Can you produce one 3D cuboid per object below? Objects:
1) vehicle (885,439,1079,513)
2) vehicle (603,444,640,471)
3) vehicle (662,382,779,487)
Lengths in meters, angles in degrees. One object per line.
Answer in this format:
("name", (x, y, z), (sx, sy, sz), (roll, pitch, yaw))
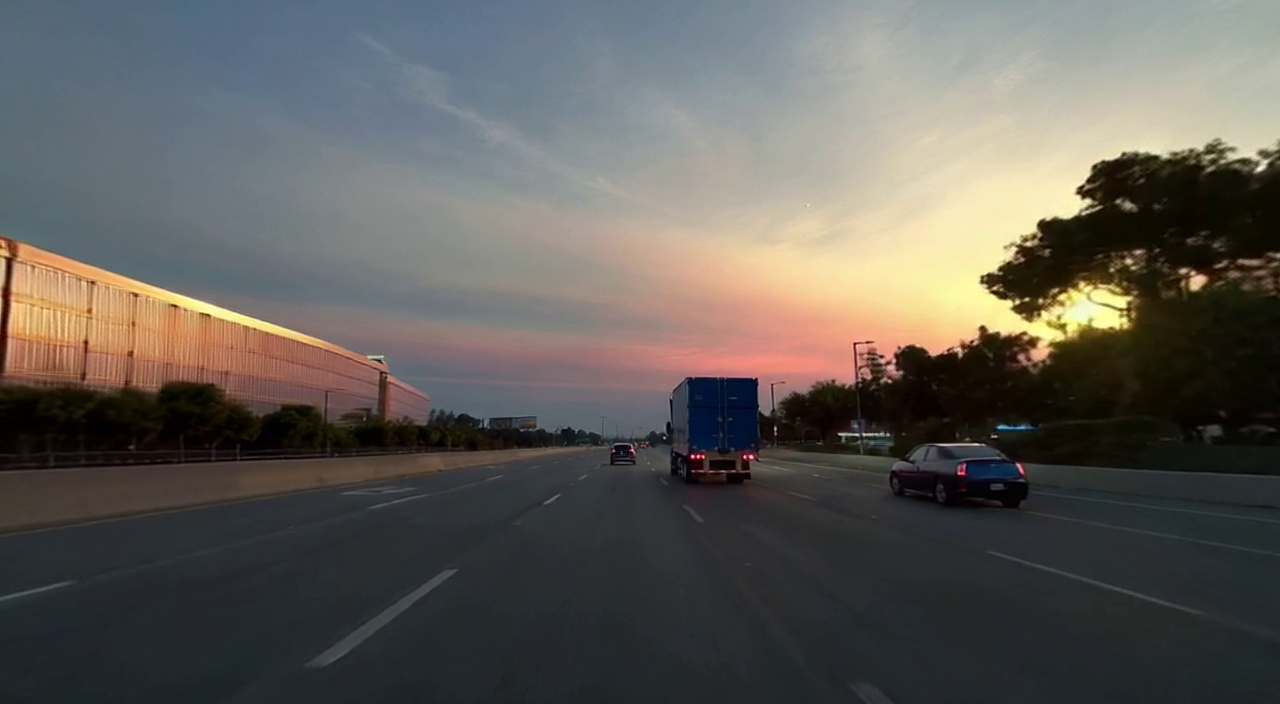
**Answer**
("vehicle", (7.883, 2.885, 15.231), (2.105, 1.494, 4.537), (0, -9, -1))
("vehicle", (-1.018, 5.838, 35.115), (1.929, 1.395, 3.999), (0, -9, -1))
("vehicle", (2.737, 3.445, 25.604), (2.934, 3.325, 10.986), (0, -9, -2))
